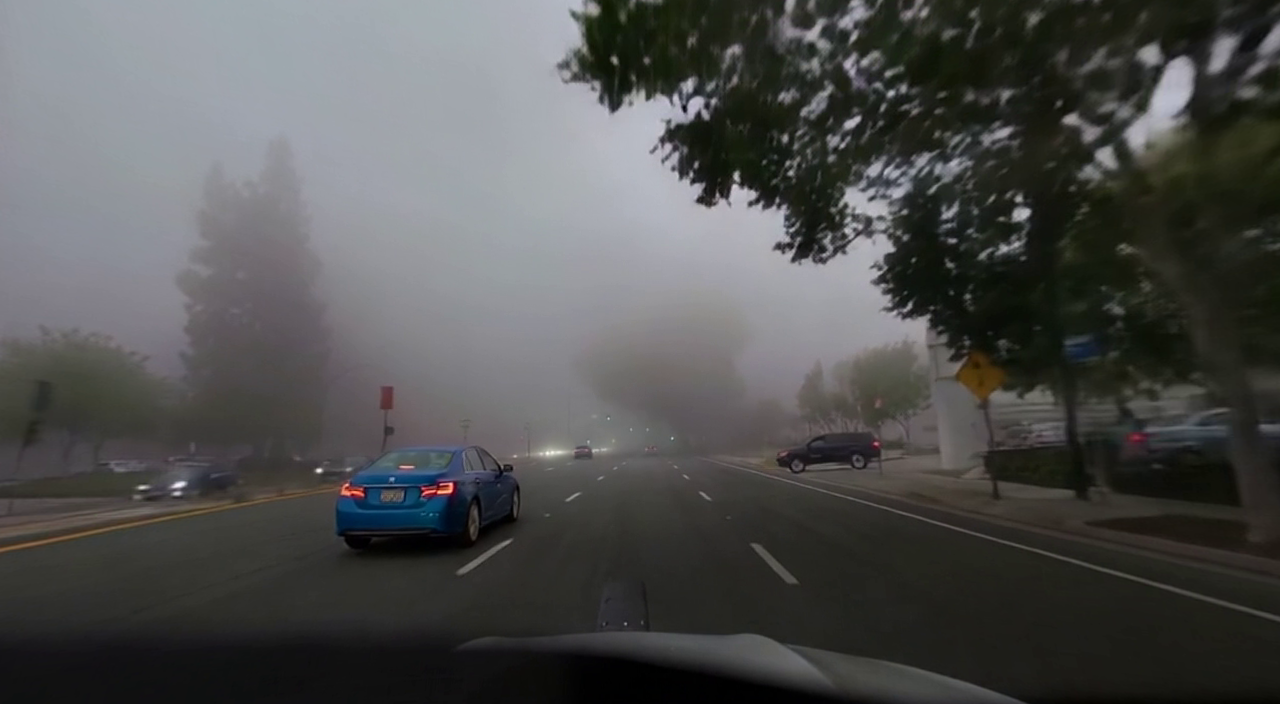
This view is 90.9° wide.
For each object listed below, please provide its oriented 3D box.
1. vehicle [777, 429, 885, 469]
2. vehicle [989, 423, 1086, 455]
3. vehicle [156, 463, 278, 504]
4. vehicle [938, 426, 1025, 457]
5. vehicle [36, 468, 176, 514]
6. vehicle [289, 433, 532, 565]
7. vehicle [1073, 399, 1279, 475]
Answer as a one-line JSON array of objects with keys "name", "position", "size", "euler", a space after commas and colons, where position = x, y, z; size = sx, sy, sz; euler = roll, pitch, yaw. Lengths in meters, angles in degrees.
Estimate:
[{"name": "vehicle", "position": [8.716, 4.490, 29.165], "size": [4.511, 1.720, 2.131], "euler": [-2, -8, 11]}, {"name": "vehicle", "position": [20.137, 4.489, 32.215], "size": [1.857, 1.471, 4.717], "euler": [0, -9, -1]}, {"name": "vehicle", "position": [-17.748, 5.515, 26.801], "size": [1.832, 1.408, 4.799], "euler": [0, -9, 1]}, {"name": "vehicle", "position": [17.382, 4.605, 32.327], "size": [1.966, 1.451, 4.297], "euler": [0, -9, -1]}, {"name": "vehicle", "position": [-21.594, 5.605, 25.790], "size": [1.820, 1.423, 4.577], "euler": [-3, -9, -1]}, {"name": "vehicle", "position": [-3.015, 2.023, 9.487], "size": [1.924, 1.480, 4.421], "euler": [-1, -9, 1]}, {"name": "vehicle", "position": [13.092, 1.989, 14.755], "size": [4.349, 1.615, 2.068], "euler": [0, -8, 0]}]
